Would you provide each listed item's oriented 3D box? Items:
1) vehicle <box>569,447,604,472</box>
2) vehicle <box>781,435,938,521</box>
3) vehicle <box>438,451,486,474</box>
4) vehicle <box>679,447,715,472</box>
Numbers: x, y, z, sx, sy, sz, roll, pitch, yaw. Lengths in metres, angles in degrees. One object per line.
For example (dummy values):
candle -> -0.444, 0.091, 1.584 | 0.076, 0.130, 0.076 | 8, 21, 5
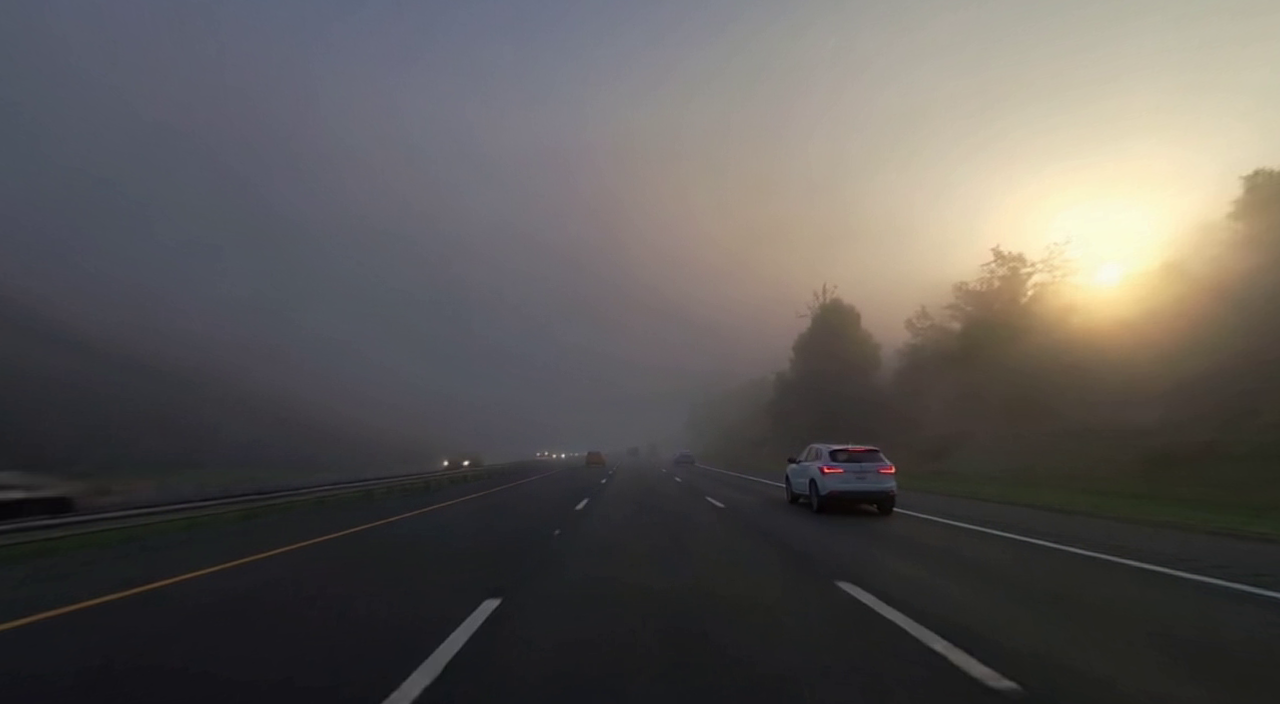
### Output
vehicle -> -3.486, 7.084, 41.810 | 2.021, 1.507, 4.272 | 0, -9, -1
vehicle -> 4.520, 2.641, 13.682 | 1.903, 1.566, 3.866 | 0, -9, -2
vehicle -> -12.116, 7.518, 43.226 | 1.918, 1.488, 4.565 | 0, -9, 0
vehicle -> 3.625, 6.928, 40.845 | 1.846, 1.480, 3.694 | 0, -9, -2
